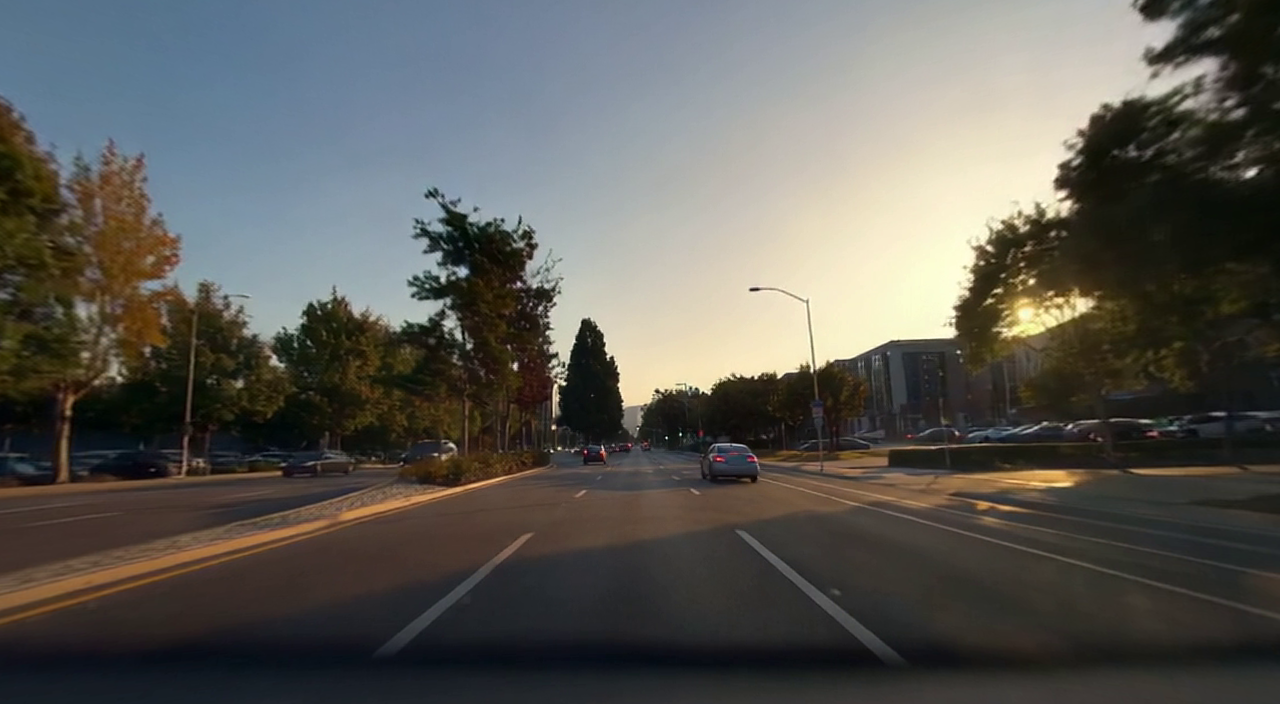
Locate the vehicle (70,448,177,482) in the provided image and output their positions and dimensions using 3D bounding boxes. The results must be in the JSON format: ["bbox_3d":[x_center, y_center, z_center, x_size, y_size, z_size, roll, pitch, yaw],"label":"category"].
[{"bbox_3d":[-30.396,6.624,37.284,4.409,1.912,2.090,0,-9,0],"label":"vehicle"}]

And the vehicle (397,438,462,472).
[{"bbox_3d":[-11.370,5.592,34.406,2.027,1.716,4.357,0,-9,0],"label":"vehicle"}]

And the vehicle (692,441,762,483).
[{"bbox_3d":[3.182,4.120,23.974,1.966,1.449,4.290,0,-9,-1],"label":"vehicle"}]

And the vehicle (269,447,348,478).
[{"bbox_3d":[-17.455,5.821,33.466,1.897,1.507,4.132,0,-9,0],"label":"vehicle"}]
